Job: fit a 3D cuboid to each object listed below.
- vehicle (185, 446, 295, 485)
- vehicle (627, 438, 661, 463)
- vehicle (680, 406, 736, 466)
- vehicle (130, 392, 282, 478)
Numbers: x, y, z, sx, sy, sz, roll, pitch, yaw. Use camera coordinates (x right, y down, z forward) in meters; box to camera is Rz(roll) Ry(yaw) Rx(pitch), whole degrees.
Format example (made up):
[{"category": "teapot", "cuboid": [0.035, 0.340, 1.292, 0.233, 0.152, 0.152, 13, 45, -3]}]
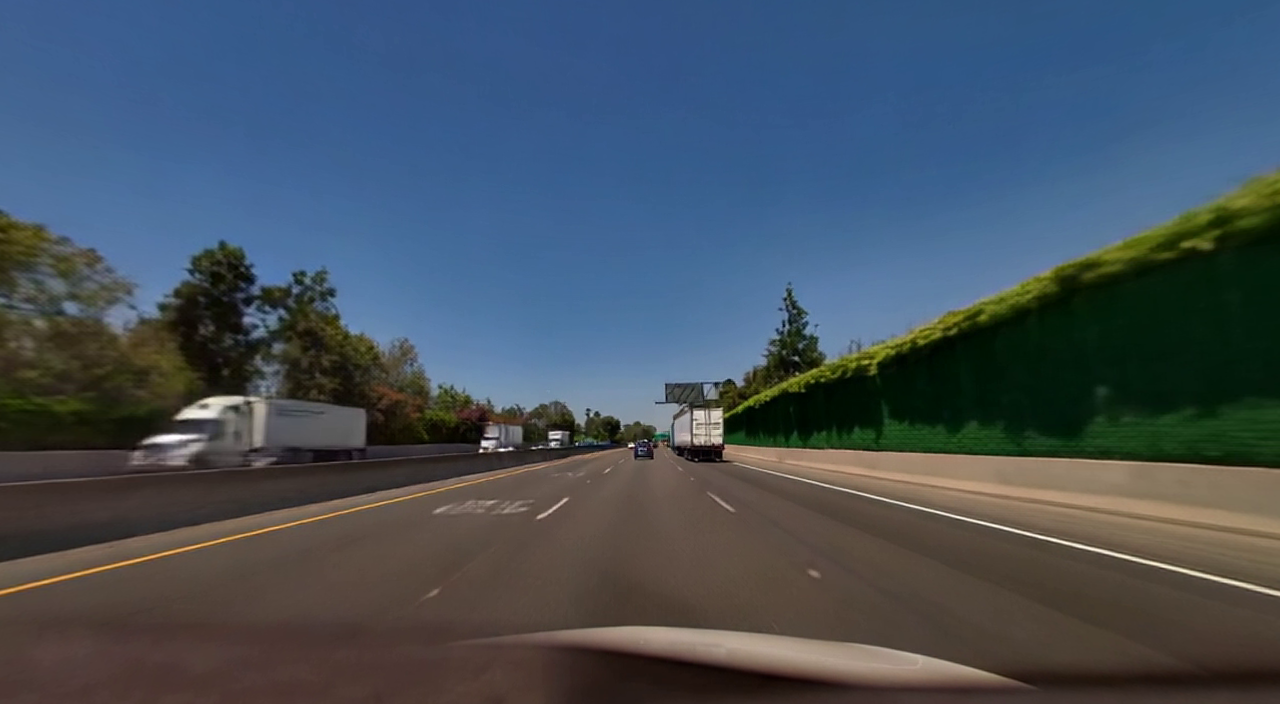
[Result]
[{"category": "vehicle", "cuboid": [-16.742, 4.730, 26.627, 1.854, 1.460, 4.211, 0, -8, 1]}, {"category": "vehicle", "cuboid": [0.322, 7.280, 46.844, 2.389, 1.760, 4.473, 0, -8, 1]}, {"category": "vehicle", "cuboid": [4.106, 5.354, 39.731, 2.742, 3.383, 8.285, 0, -8, 1]}, {"category": "vehicle", "cuboid": [-21.171, 4.138, 31.256, 2.976, 3.849, 6.089, 0, -8, 0]}]
